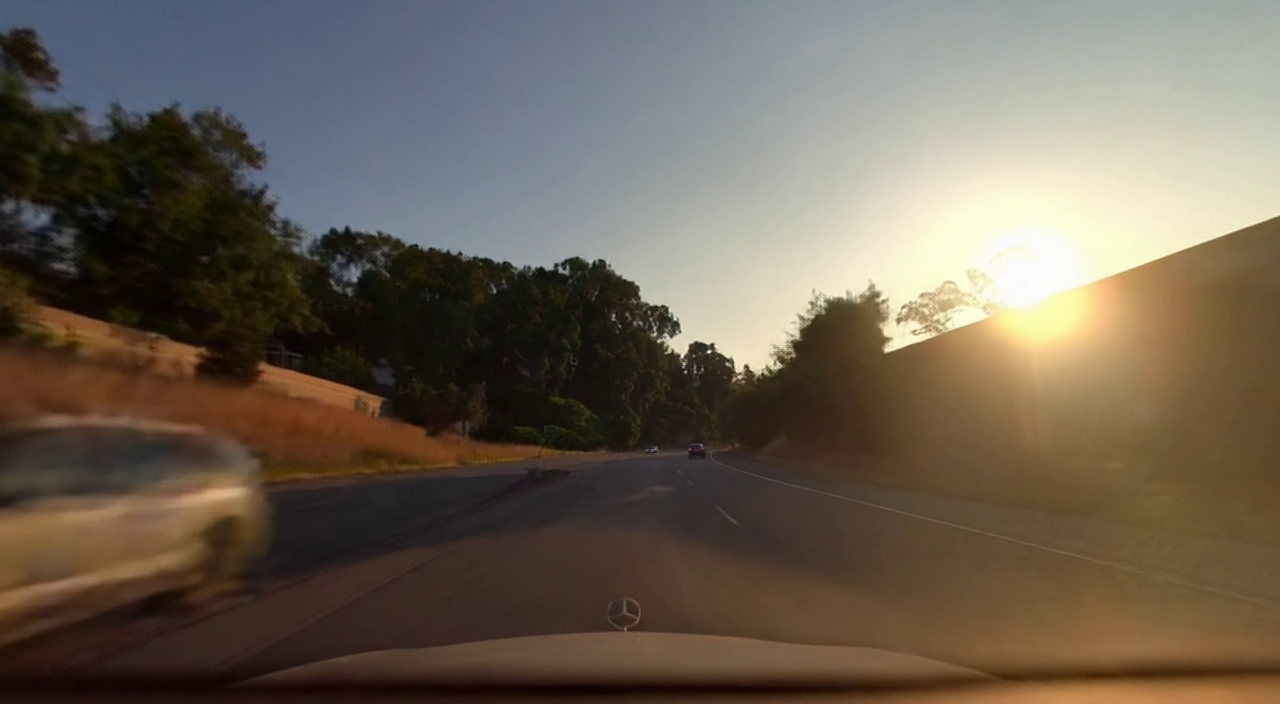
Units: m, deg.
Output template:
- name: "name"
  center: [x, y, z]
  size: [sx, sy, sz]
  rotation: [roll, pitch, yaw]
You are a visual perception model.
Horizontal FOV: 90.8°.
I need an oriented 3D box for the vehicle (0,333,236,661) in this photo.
- name: "vehicle"
  center: [-5.206, 0.785, 3.106]
  size: [2.533, 2.001, 5.922]
  rotation: [0, -8, 0]
